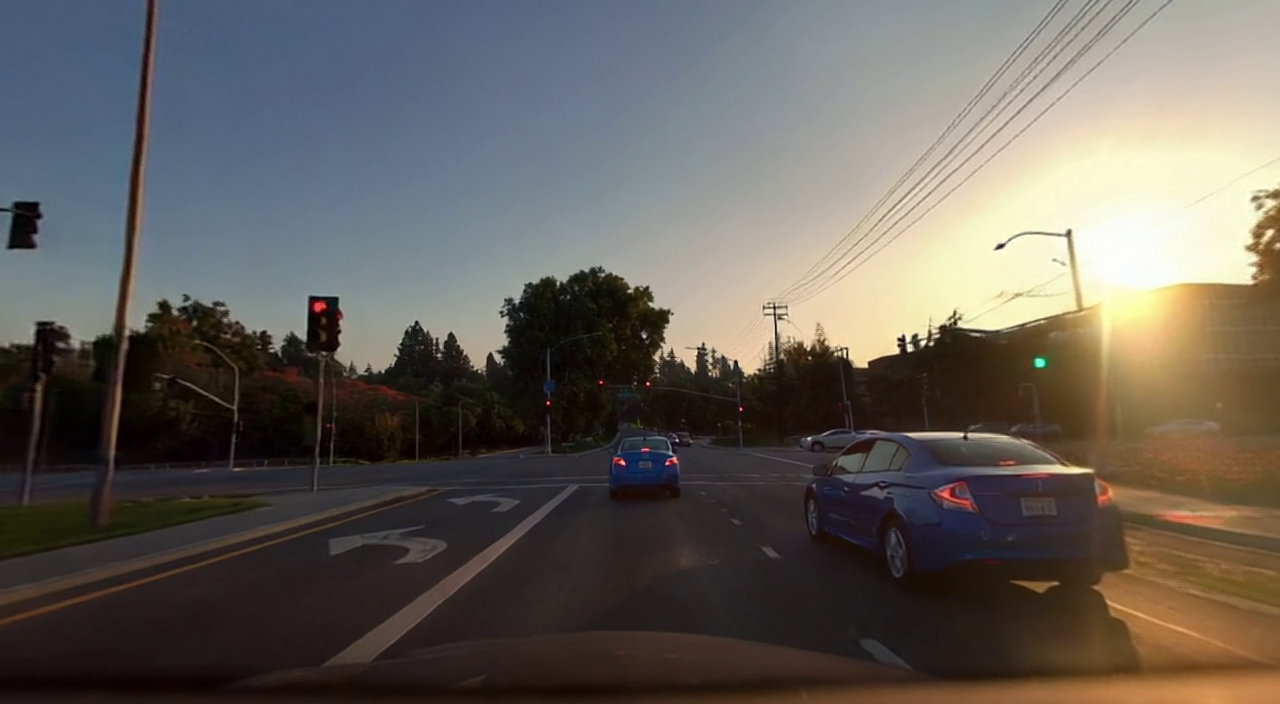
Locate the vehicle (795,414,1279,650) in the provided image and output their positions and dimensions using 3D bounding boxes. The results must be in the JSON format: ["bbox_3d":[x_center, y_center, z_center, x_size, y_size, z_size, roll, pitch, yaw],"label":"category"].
[{"bbox_3d":[3.046,1.434,6.106,2.004,1.448,4.263,0,-8,0],"label":"vehicle"}]

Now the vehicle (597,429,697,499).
[{"bbox_3d":[0.160,2.677,15.382,2.110,1.466,3.860,0,-8,0],"label":"vehicle"}]
